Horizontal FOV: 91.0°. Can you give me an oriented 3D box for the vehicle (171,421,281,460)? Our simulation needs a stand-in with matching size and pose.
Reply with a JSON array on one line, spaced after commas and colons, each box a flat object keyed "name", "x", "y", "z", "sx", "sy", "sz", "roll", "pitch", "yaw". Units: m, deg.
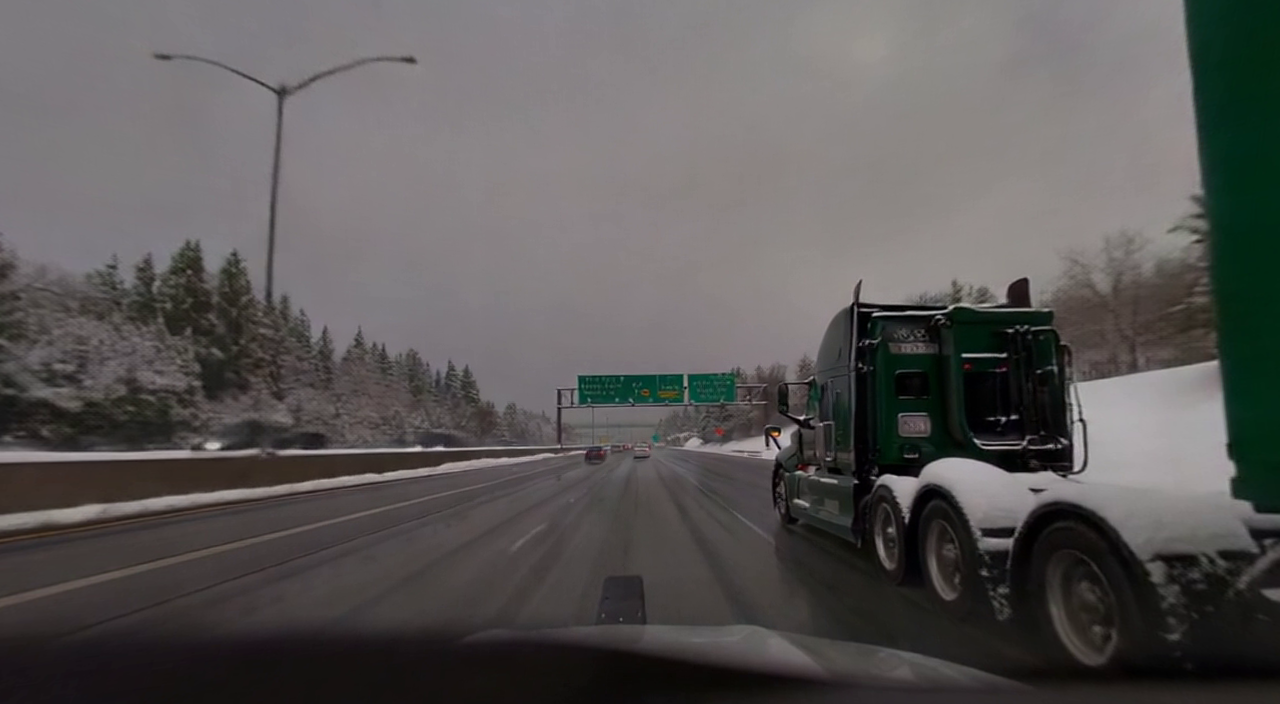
[{"name": "vehicle", "x": -17.817, "y": 3.867, "z": 27.357, "sx": 1.972, "sy": 1.514, "sz": 4.040, "roll": 0, "pitch": -9, "yaw": 0}]

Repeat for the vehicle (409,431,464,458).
[{"name": "vehicle", "x": -14.289, "y": 6.552, "z": 44.459, "sx": 2.205, "sy": 1.808, "sz": 4.768, "roll": 0, "pitch": -9, "yaw": 1}]

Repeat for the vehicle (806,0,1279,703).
[{"name": "vehicle", "x": 3.961, "y": -0.401, "z": 1.595, "sx": 2.899, "sy": 4.078, "sz": 16.430, "roll": 0, "pitch": -9, "yaw": 1}]
